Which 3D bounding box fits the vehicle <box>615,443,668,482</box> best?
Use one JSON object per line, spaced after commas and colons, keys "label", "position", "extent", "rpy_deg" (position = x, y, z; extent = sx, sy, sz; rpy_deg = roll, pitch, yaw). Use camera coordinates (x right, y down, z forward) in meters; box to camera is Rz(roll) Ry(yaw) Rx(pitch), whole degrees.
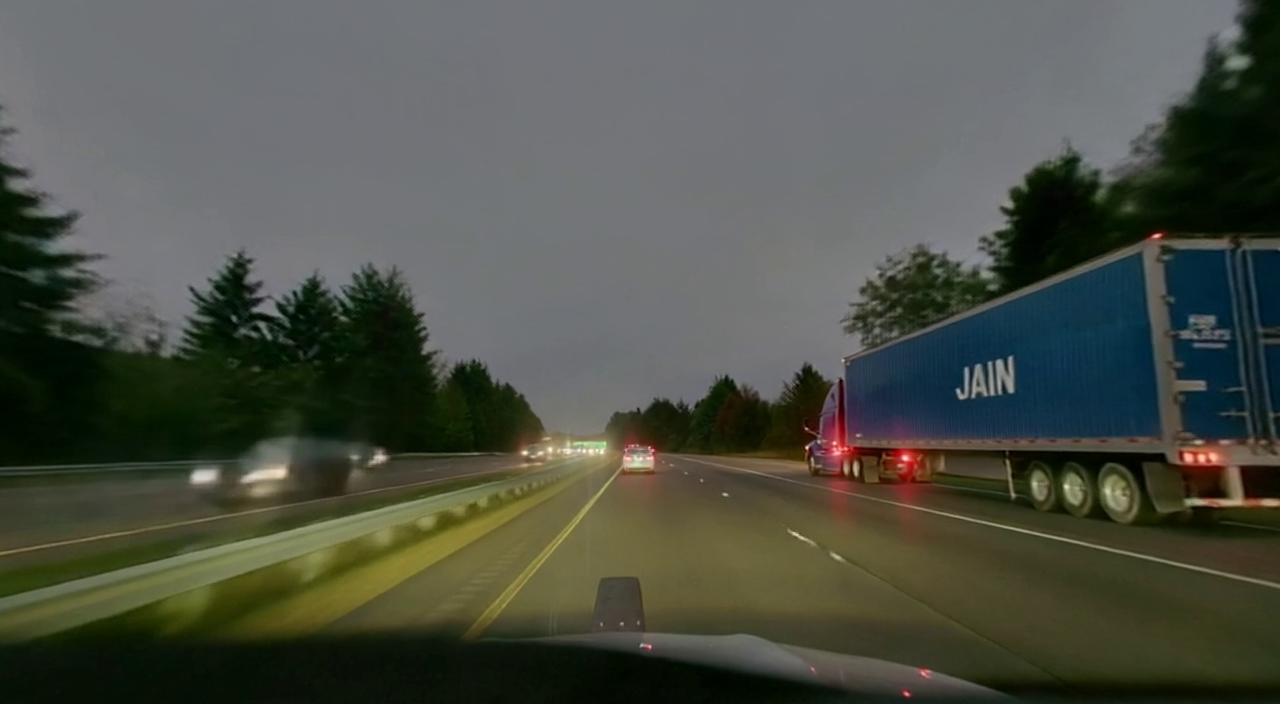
{"label": "vehicle", "position": [0.033, 4.713, 27.202], "extent": [2.114, 1.523, 4.012], "rpy_deg": [0, -9, 0]}

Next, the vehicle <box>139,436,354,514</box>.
{"label": "vehicle", "position": [-8.497, 2.680, 14.252], "extent": [1.858, 1.456, 4.591], "rpy_deg": [0, -9, 1]}
